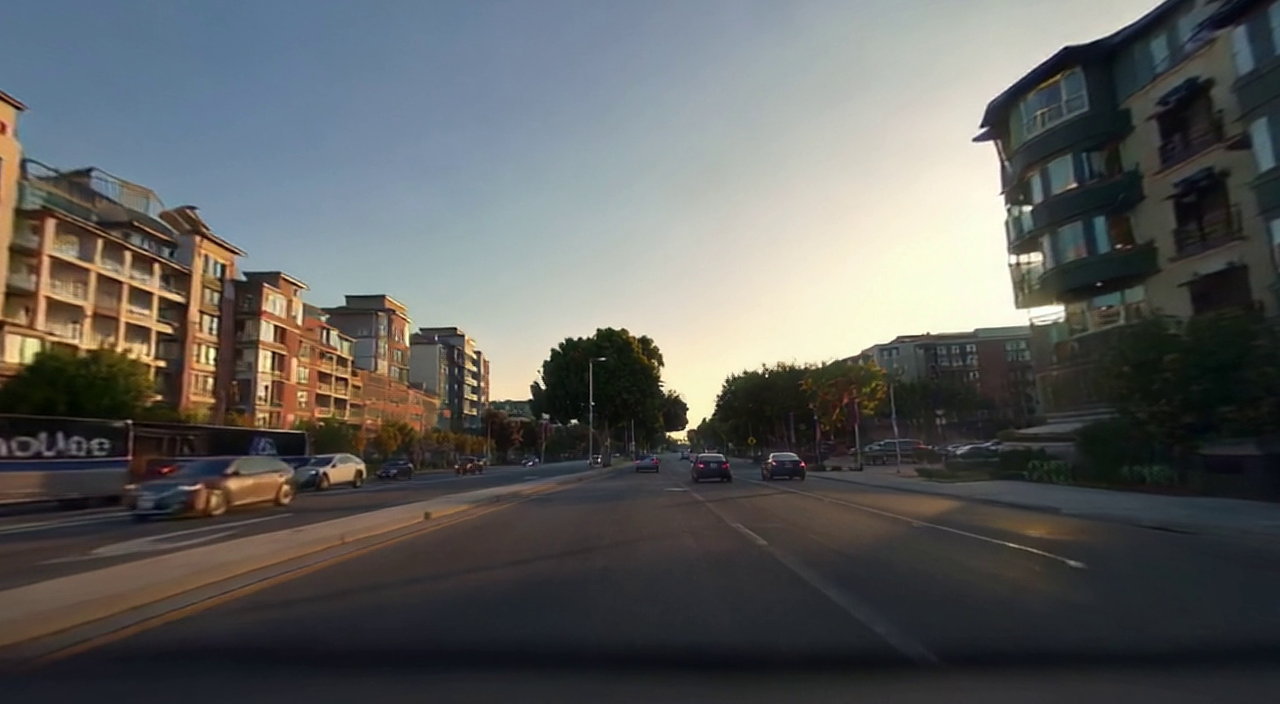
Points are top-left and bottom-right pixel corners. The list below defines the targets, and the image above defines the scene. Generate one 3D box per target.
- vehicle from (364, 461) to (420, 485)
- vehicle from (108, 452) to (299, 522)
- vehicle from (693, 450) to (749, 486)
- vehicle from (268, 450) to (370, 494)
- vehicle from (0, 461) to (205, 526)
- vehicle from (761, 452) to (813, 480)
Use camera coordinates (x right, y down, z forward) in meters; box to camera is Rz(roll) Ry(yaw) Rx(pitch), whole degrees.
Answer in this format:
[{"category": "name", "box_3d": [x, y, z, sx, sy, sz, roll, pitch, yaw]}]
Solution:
[{"category": "vehicle", "box_3d": [-17.185, 8.395, 44.019, 1.804, 1.421, 4.659, -1, -9, 3]}, {"category": "vehicle", "box_3d": [-11.535, 3.545, 17.165, 1.919, 1.602, 4.346, -1, -9, 3]}, {"category": "vehicle", "box_3d": [3.660, 5.330, 29.328, 2.020, 1.479, 4.650, 0, -9, 0]}, {"category": "vehicle", "box_3d": [-14.503, 5.427, 28.905, 2.024, 1.798, 4.588, -1, -9, 3]}, {"category": "vehicle", "box_3d": [-14.915, 3.894, 17.899, 1.918, 1.485, 4.412, -1, -9, 1]}, {"category": "vehicle", "box_3d": [8.180, 6.332, 35.443, 1.932, 1.439, 4.159, 0, -9, 0]}]
